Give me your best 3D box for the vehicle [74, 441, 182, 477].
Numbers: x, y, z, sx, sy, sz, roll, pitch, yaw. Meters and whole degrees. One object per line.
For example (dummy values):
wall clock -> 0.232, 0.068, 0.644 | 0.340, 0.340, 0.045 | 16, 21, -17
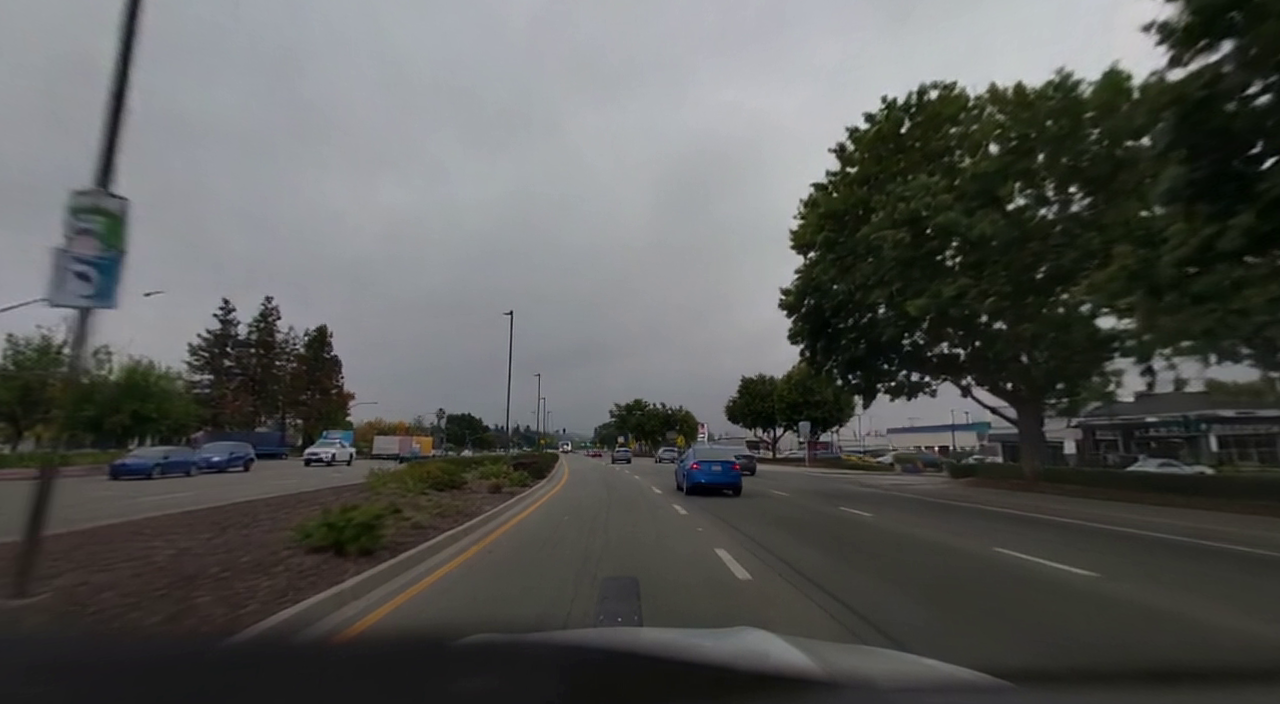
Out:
vehicle -> -24.406, 5.091, 30.227 | 1.689, 1.595, 4.293 | 0, -8, -3

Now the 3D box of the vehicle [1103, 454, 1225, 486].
vehicle -> 28.781, 6.469, 34.818 | 1.905, 1.561, 4.816 | 3, -9, -17

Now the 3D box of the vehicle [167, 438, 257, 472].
vehicle -> -24.561, 5.893, 36.360 | 1.982, 1.811, 4.730 | 0, -8, -2

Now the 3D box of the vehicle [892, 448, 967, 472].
vehicle -> 19.797, 7.345, 43.069 | 4.424, 1.531, 2.008 | 3, -9, -18

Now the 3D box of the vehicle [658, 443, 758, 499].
vehicle -> 1.847, 3.447, 18.759 | 2.256, 1.451, 4.313 | 1, -8, -4
